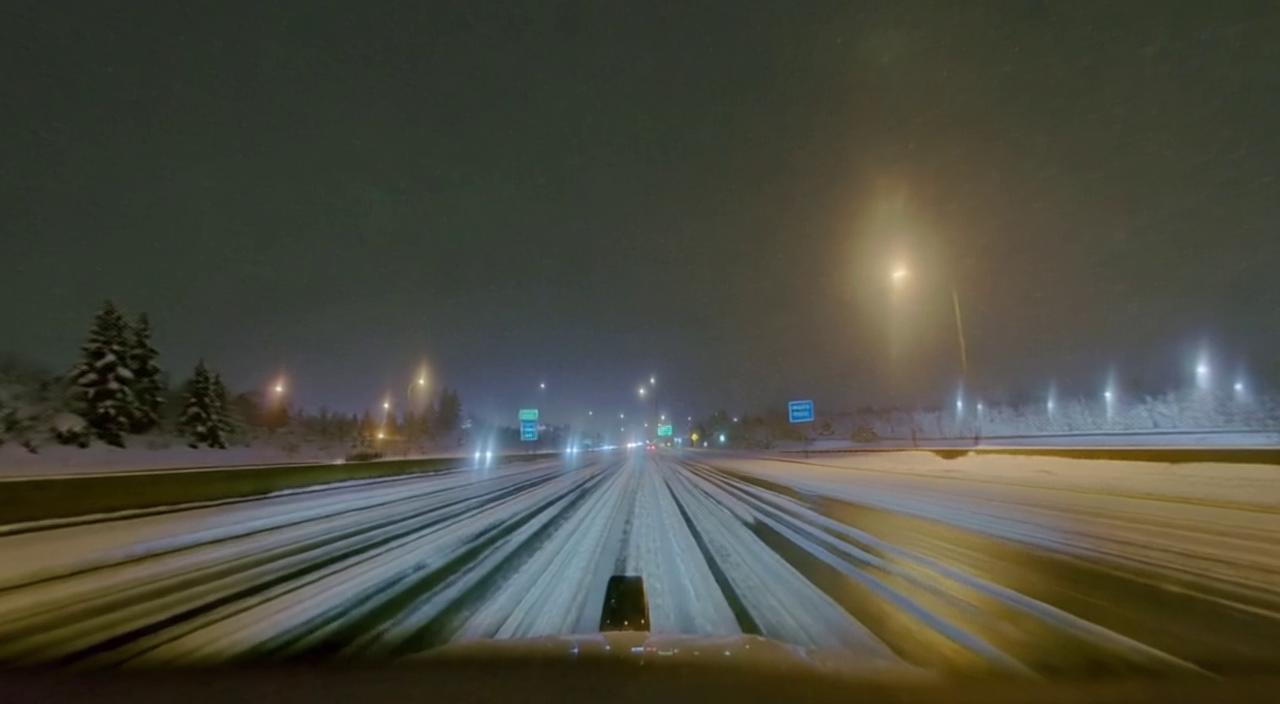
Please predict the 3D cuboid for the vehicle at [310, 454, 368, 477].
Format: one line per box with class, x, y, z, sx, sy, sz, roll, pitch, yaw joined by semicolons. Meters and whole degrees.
vehicle;-21.068;7.938;44.300;1.870;1.479;4.388;0;-8;1
